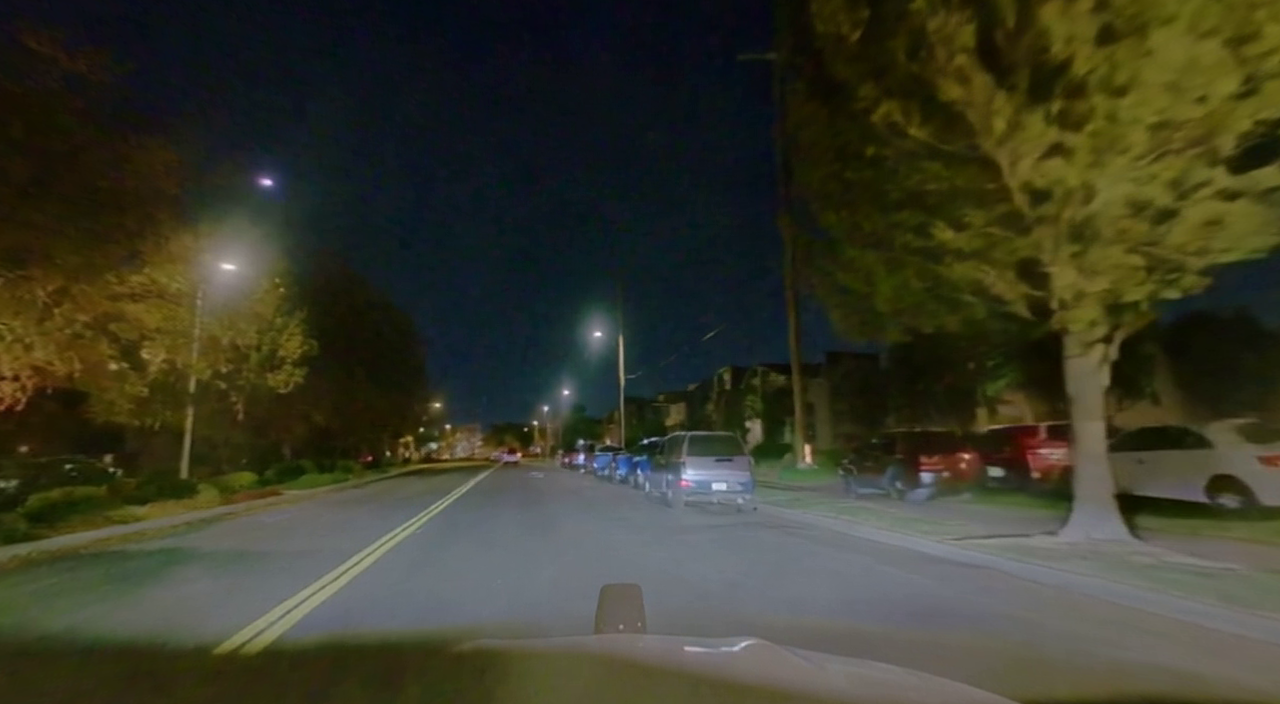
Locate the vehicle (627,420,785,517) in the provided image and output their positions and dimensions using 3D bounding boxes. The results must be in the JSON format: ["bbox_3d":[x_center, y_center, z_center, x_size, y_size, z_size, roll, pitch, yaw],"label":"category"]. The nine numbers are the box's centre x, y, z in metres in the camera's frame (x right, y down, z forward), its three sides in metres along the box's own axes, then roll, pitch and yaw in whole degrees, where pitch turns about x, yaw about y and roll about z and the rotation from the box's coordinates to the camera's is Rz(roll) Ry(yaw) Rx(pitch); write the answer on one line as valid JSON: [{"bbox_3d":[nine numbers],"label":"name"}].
[{"bbox_3d":[1.334,2.829,15.937,2.292,1.974,5.853,1,-9,-12],"label":"vehicle"}]

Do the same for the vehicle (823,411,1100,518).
[{"bbox_3d":[6.912,2.425,14.682,2.282,1.893,6.027,0,-7,-13],"label":"vehicle"}]
